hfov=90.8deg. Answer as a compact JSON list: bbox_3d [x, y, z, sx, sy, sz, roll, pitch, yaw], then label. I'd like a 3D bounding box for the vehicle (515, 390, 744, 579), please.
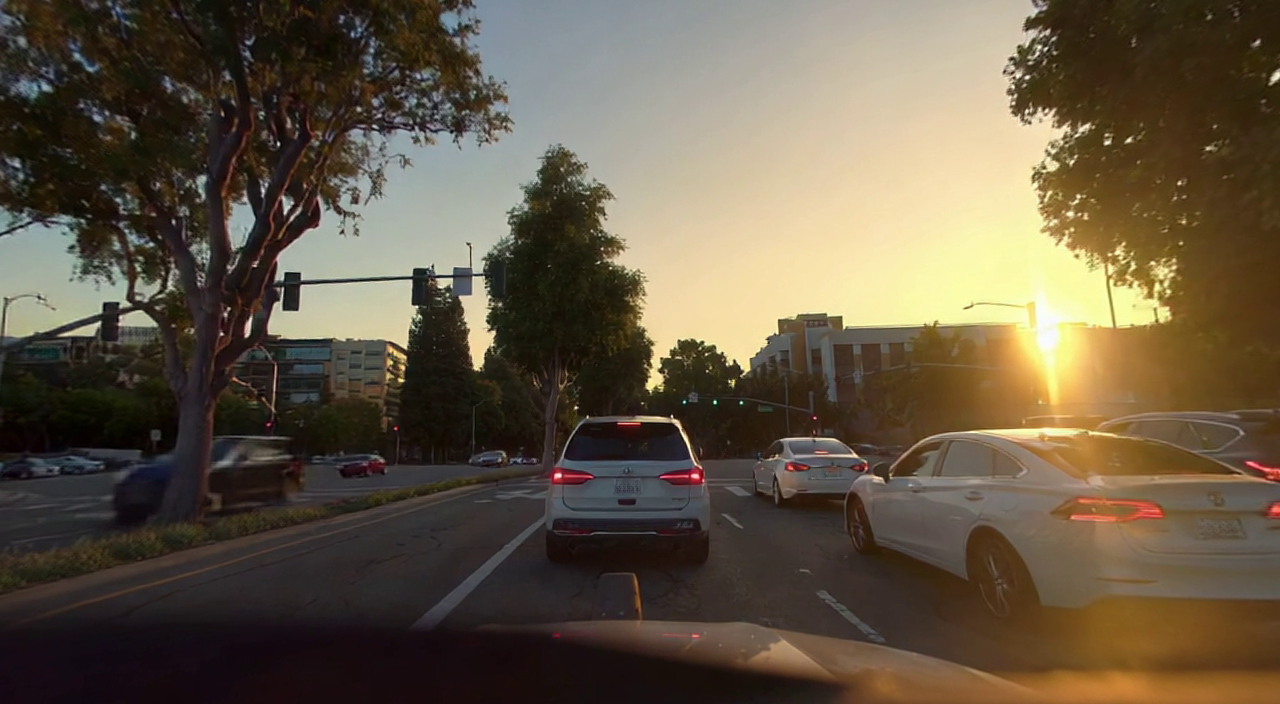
[{"bbox_3d":[-0.214,1.618,8.435,2.236,1.827,4.316,1,-9,-3],"label":"vehicle"}]

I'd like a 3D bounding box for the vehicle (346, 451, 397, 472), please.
[{"bbox_3d":[-20.875,8.512,49.325,1.899,1.469,4.668,0,-9,0],"label":"vehicle"}]

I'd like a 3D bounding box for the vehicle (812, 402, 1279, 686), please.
[{"bbox_3d":[3.363,1.419,5.967,2.034,1.558,4.774,0,-9,-1],"label":"vehicle"}]

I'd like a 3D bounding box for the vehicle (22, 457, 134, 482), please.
[{"bbox_3d":[-35.089,7.341,39.592,4.845,1.442,1.880,2,-9,-13],"label":"vehicle"}]

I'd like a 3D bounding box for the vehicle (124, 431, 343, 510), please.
[{"bbox_3d":[-11.052,3.253,18.012,2.204,1.848,6.047,0,-9,1],"label":"vehicle"}]
